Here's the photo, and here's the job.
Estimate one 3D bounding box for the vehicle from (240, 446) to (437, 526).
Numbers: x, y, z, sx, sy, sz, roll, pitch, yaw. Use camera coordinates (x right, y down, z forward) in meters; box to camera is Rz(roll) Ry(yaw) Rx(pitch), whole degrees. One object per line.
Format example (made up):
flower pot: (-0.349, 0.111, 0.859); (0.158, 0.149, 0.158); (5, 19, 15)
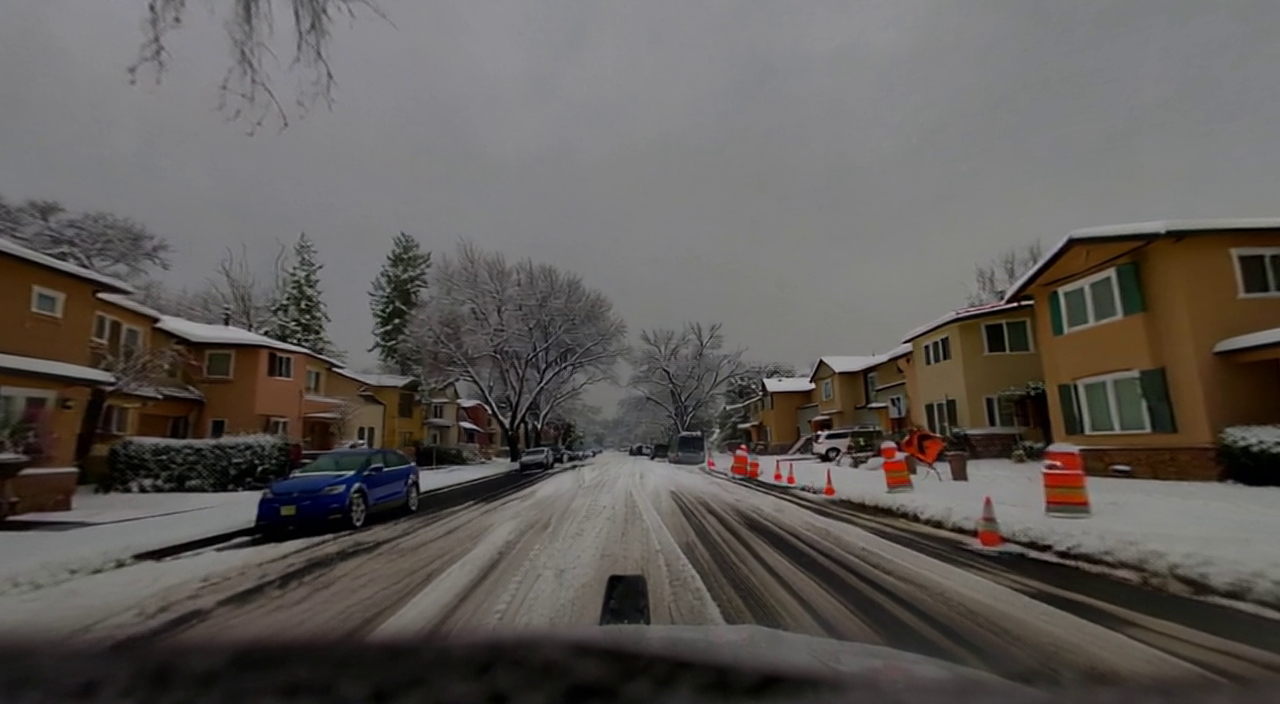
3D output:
vehicle: (-6.486, 2.898, 14.299); (2.137, 1.481, 4.503); (-1, -8, 2)

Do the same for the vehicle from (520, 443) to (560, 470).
vehicle: (-6.540, 6.870, 41.621); (1.957, 1.608, 4.476); (0, -8, -1)
